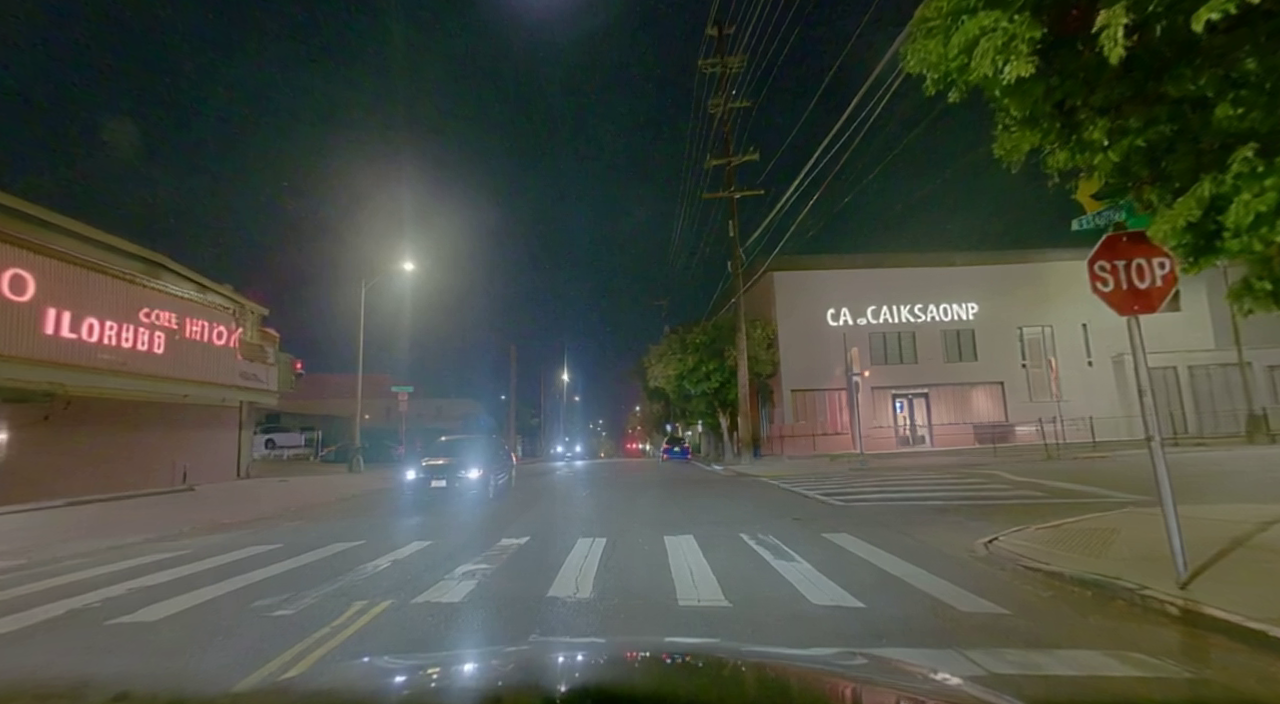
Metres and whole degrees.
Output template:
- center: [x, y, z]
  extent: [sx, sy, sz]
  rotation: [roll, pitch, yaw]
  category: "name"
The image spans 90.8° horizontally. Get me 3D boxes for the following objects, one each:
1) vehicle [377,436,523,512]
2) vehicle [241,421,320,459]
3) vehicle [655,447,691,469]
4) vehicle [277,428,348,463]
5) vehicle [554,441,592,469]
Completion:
- center: [-4.250, 2.803, 15.056]
  extent: [2.140, 1.512, 4.536]
  rotation: [0, -8, -1]
  category: "vehicle"
- center: [-28.119, 6.975, 49.756]
  extent: [2.249, 2.760, 6.636]
  rotation: [0, -8, 0]
  category: "vehicle"
- center: [2.108, 6.927, 41.504]
  extent: [1.877, 1.373, 3.854]
  rotation: [0, -8, -3]
  category: "vehicle"
- center: [-25.428, 7.285, 49.331]
  extent: [2.288, 2.514, 5.886]
  rotation: [0, -8, 0]
  category: "vehicle"
- center: [-5.068, 7.915, 48.766]
  extent: [2.495, 1.966, 4.846]
  rotation: [0, -8, -1]
  category: "vehicle"
